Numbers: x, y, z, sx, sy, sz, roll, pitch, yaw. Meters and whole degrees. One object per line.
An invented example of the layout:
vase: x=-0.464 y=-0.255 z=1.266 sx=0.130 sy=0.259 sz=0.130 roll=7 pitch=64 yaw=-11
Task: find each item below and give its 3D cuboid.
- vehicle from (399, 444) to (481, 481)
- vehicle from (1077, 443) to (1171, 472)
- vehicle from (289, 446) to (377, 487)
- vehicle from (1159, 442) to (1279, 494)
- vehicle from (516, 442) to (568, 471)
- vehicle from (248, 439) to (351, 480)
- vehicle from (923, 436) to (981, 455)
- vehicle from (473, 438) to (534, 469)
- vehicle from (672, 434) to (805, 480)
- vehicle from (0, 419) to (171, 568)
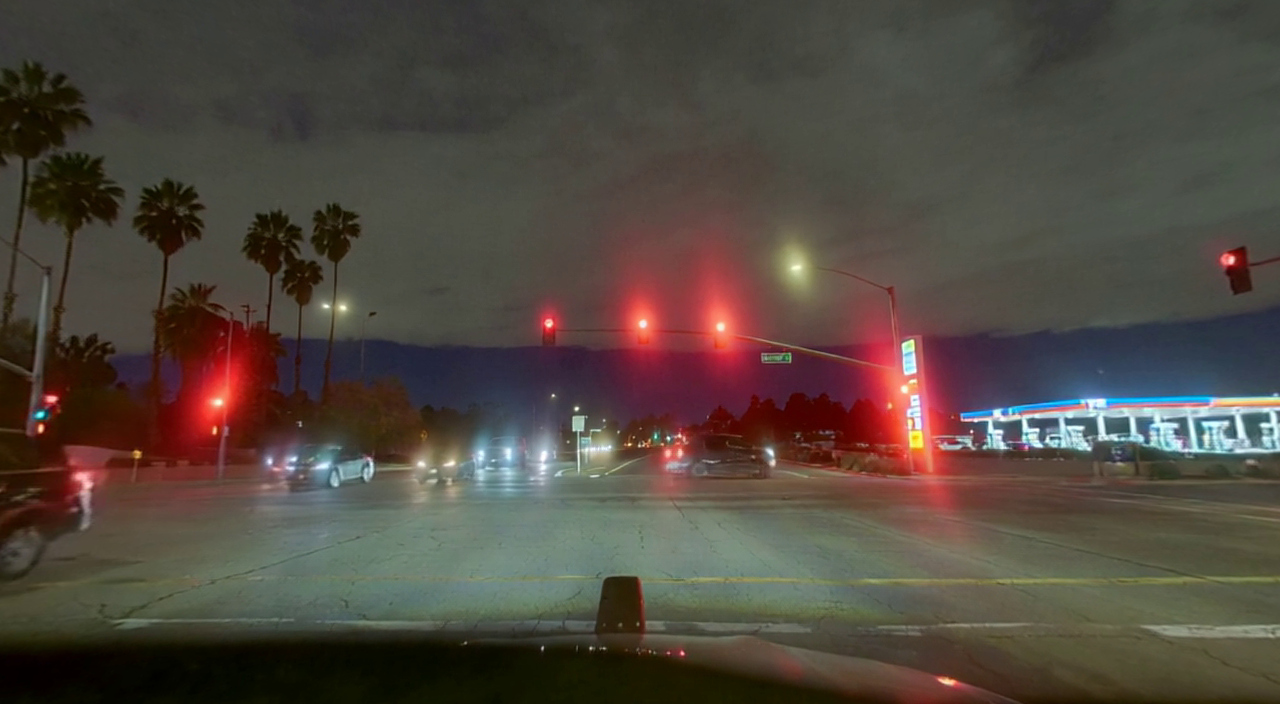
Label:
vehicle: x=-8.750 y=4.854 z=28.102 sx=2.034 sy=1.510 sz=4.647 roll=0 pitch=-9 yaw=1
vehicle: x=24.260 y=5.294 z=31.736 sx=3.474 sy=1.376 sz=1.538 roll=0 pitch=-9 yaw=-2
vehicle: x=-11.974 y=4.456 z=24.892 sx=1.633 sy=1.460 sz=3.540 roll=0 pitch=-9 yaw=0
vehicle: x=18.765 y=3.412 z=18.822 sx=5.015 sy=1.446 sz=1.862 roll=0 pitch=-9 yaw=-2
vehicle: x=-5.379 y=5.849 z=35.438 sx=2.079 sy=1.490 sz=5.064 roll=0 pitch=-9 yaw=1
vehicle: x=-15.379 y=4.877 z=28.902 sx=1.852 sy=1.705 sz=5.263 roll=0 pitch=-9 yaw=-1
vehicle: x=22.540 y=6.760 z=45.657 sx=3.356 sy=1.395 sz=1.559 roll=0 pitch=-9 yaw=-1
vehicle: x=-8.797 y=6.621 z=41.372 sx=2.609 sy=1.865 sz=5.875 roll=0 pitch=-9 yaw=0
vehicle: x=3.928 y=4.177 z=25.307 sx=4.892 sy=1.719 sz=1.929 roll=3 pitch=-9 yaw=-21
vehicle: x=-8.442 y=1.679 z=7.568 sx=2.124 sy=1.701 sz=4.551 roll=0 pitch=-9 yaw=0
